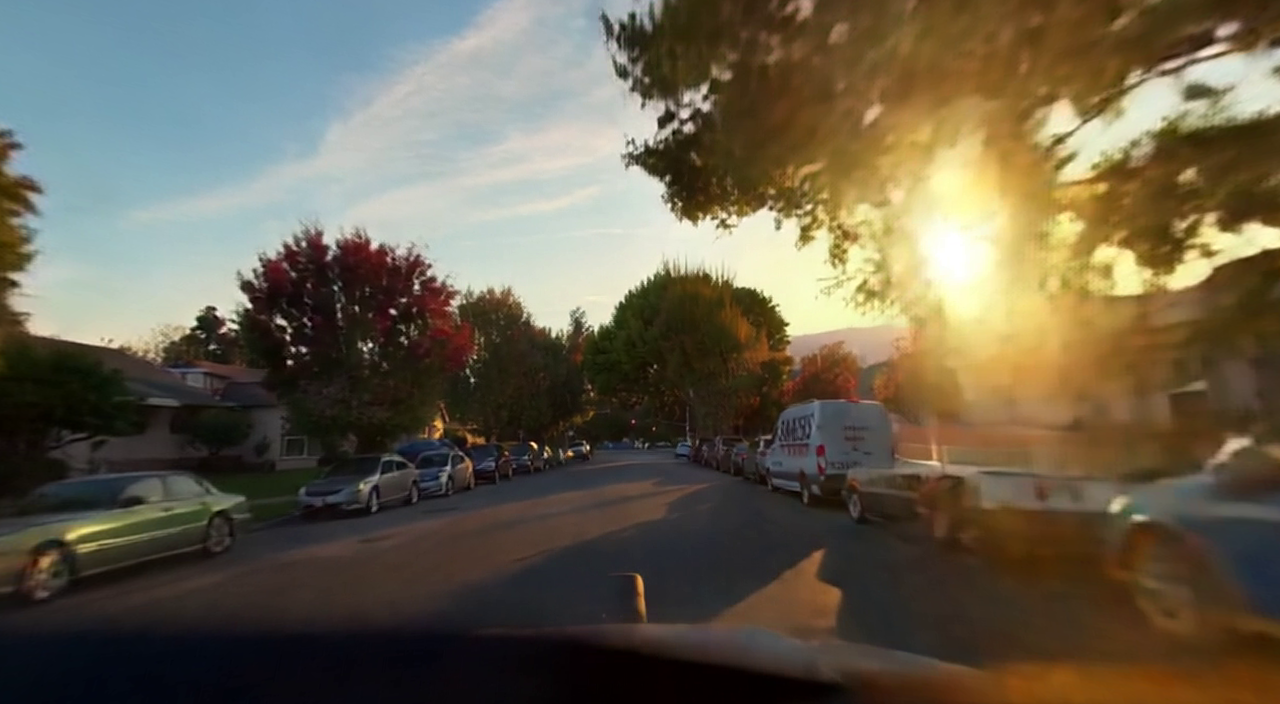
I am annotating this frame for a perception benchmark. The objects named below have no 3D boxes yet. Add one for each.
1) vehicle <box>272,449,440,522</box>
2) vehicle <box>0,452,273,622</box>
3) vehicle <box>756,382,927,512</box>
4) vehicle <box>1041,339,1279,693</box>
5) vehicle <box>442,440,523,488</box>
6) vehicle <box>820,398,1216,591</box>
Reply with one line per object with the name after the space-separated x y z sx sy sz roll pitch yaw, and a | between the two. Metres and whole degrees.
-6.694 3.158 15.631 1.869 1.467 4.921 0 -9 0 | vehicle
-6.671 2.043 7.903 1.731 1.423 4.504 -2 -8 -4 | vehicle
4.644 2.361 15.841 2.178 2.656 5.712 0 -9 -2 | vehicle
4.483 0.744 2.497 2.072 1.883 5.576 0 -8 0 | vehicle
-6.689 4.800 27.574 2.162 1.846 5.426 0 -8 0 | vehicle
4.359 1.763 8.923 1.907 1.768 6.059 0 -8 1 | vehicle
